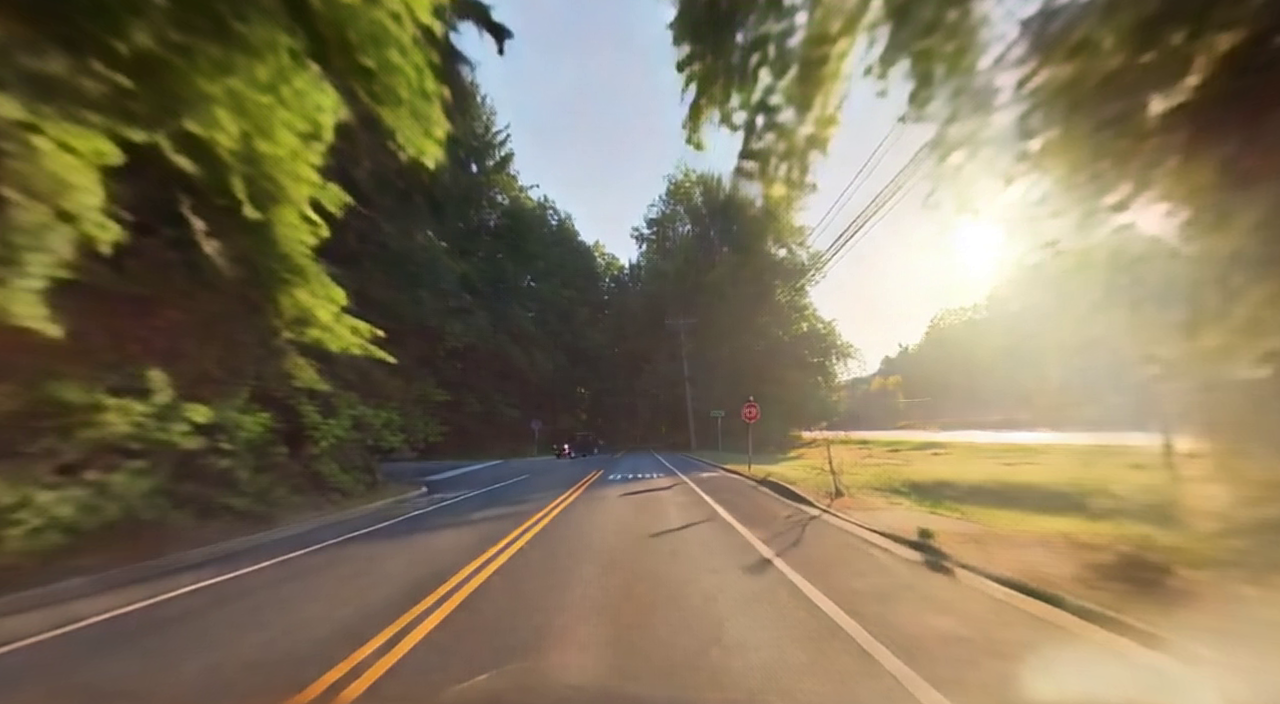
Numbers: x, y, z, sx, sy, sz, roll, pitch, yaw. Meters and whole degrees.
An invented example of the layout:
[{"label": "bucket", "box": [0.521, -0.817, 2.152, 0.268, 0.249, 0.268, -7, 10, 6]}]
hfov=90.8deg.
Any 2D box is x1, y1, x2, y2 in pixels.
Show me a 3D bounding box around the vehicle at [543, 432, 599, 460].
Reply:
[{"label": "vehicle", "box": [-5.107, 7.117, 47.641, 2.348, 1.973, 5.020, -3, -9, 17]}]
